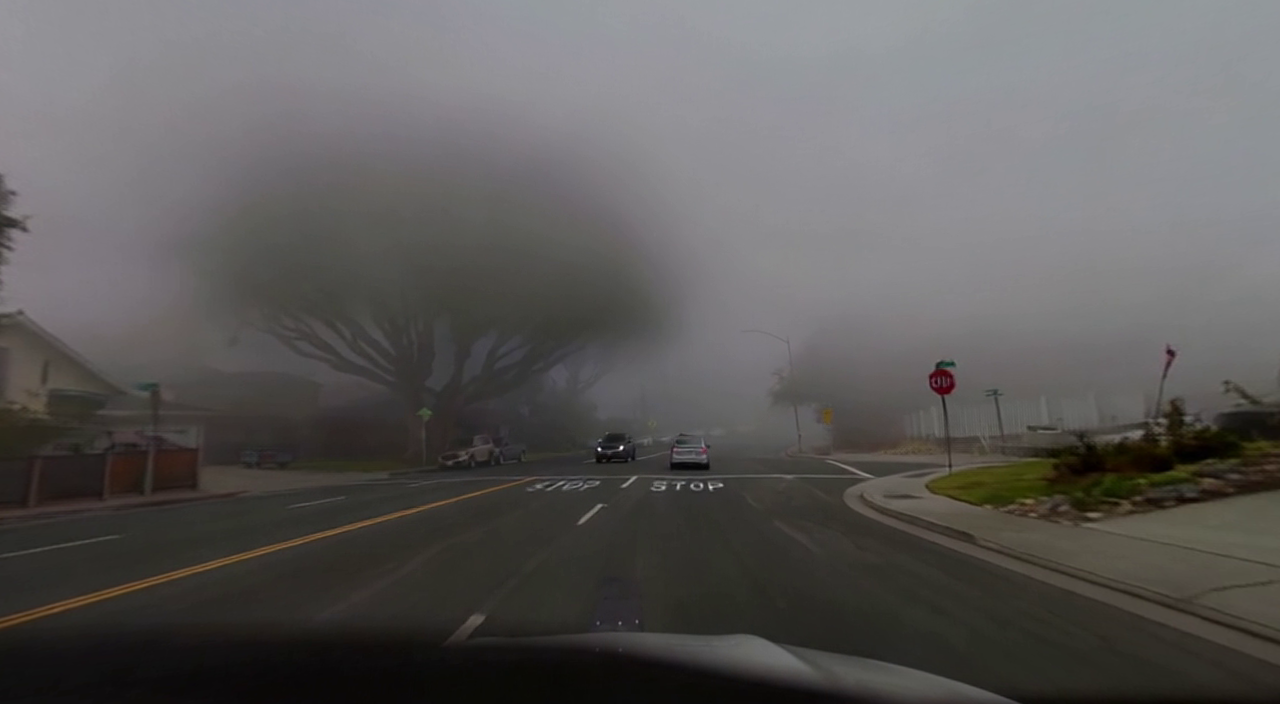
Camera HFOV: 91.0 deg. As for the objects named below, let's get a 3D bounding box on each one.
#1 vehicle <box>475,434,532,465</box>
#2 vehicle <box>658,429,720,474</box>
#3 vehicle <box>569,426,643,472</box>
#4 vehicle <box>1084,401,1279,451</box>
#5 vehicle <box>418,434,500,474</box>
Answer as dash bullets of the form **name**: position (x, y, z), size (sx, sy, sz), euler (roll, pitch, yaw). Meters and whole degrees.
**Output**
- **vehicle**: position (-9.014, 6.521, 41.904), size (2.076, 1.864, 4.730), euler (-4, -10, 9)
- **vehicle**: position (1.893, 3.627, 23.098), size (1.955, 1.459, 4.383), euler (-1, -9, 8)
- **vehicle**: position (-1.280, 3.943, 25.761), size (2.178, 1.695, 4.339), euler (-1, -9, 8)
- **vehicle**: position (19.813, 2.810, 23.292), size (4.989, 1.564, 2.007), euler (-3, -12, 13)
- **vehicle**: position (-10.276, 5.819, 36.242), size (2.191, 1.980, 5.888), euler (-5, -9, 9)
